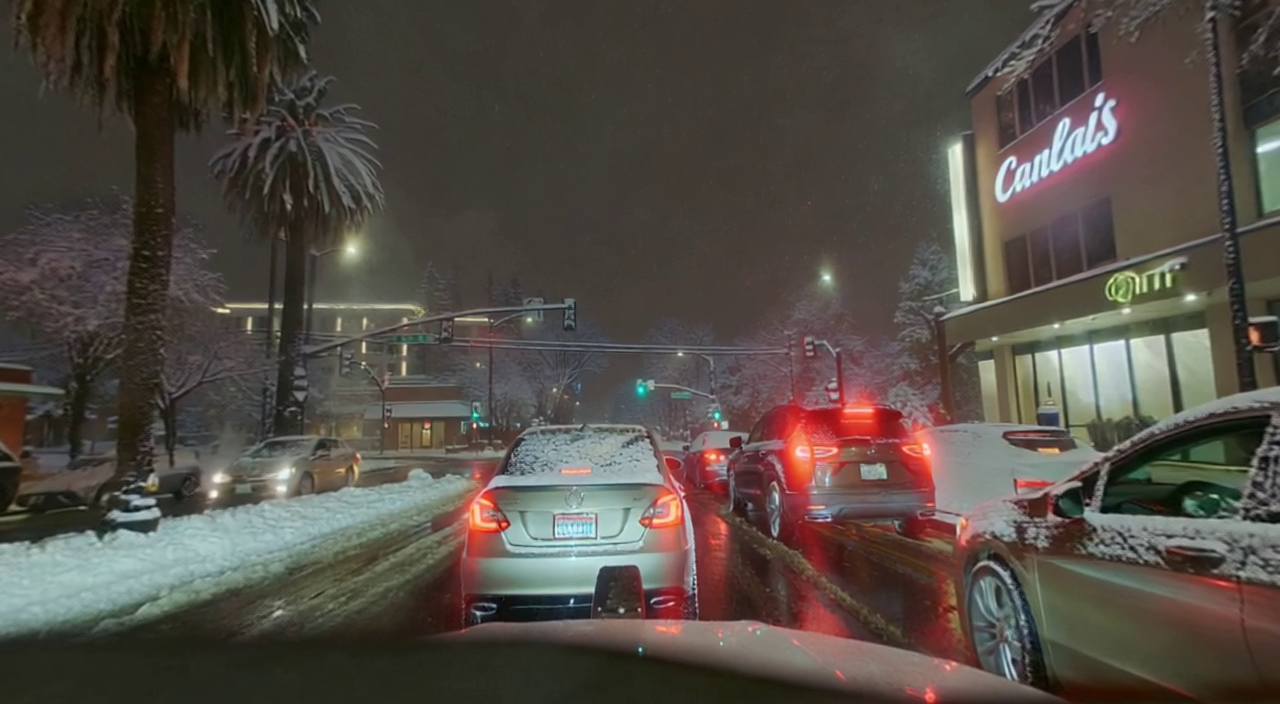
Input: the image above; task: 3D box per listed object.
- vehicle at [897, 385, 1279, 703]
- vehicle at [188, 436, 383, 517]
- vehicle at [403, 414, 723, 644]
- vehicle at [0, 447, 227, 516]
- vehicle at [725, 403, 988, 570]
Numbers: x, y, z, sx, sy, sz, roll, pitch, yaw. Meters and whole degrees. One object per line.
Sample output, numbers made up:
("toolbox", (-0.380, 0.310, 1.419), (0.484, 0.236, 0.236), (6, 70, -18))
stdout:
("vehicle", (2.619, 0.816, 1.514), (2.085, 1.469, 4.458), (0, -9, 0))
("vehicle", (-7.574, 2.671, 14.096), (1.945, 1.494, 4.252), (0, -9, -1))
("vehicle", (-0.529, 1.471, 6.260), (2.096, 1.492, 4.071), (0, -9, -1))
("vehicle", (-12.872, 3.137, 15.934), (1.870, 1.475, 4.531), (0, -9, -1))
("vehicle", (2.637, 1.781, 9.094), (2.096, 1.775, 4.440), (0, -9, -1))
